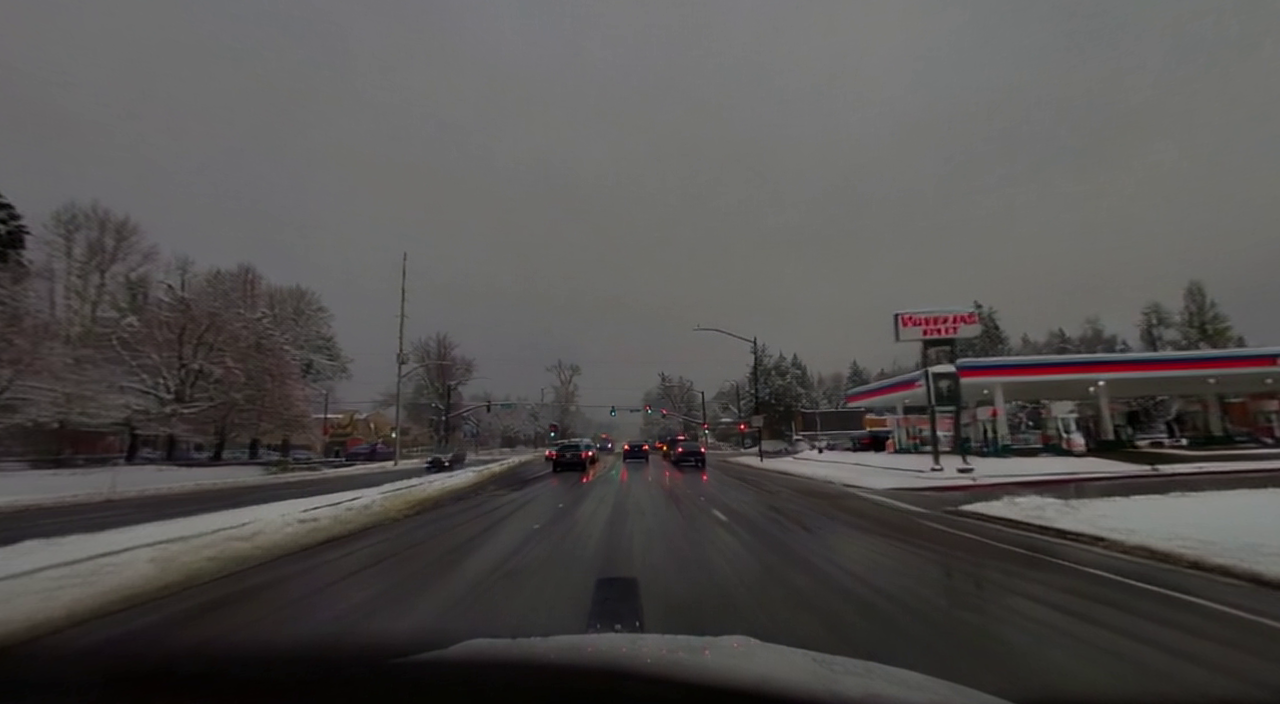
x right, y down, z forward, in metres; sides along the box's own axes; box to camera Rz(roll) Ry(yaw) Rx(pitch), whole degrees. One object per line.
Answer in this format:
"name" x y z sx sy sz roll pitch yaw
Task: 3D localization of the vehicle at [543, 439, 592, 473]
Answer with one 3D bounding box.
"vehicle" -3.790 5.541 33.894 2.040 1.661 4.573 0 -9 0
